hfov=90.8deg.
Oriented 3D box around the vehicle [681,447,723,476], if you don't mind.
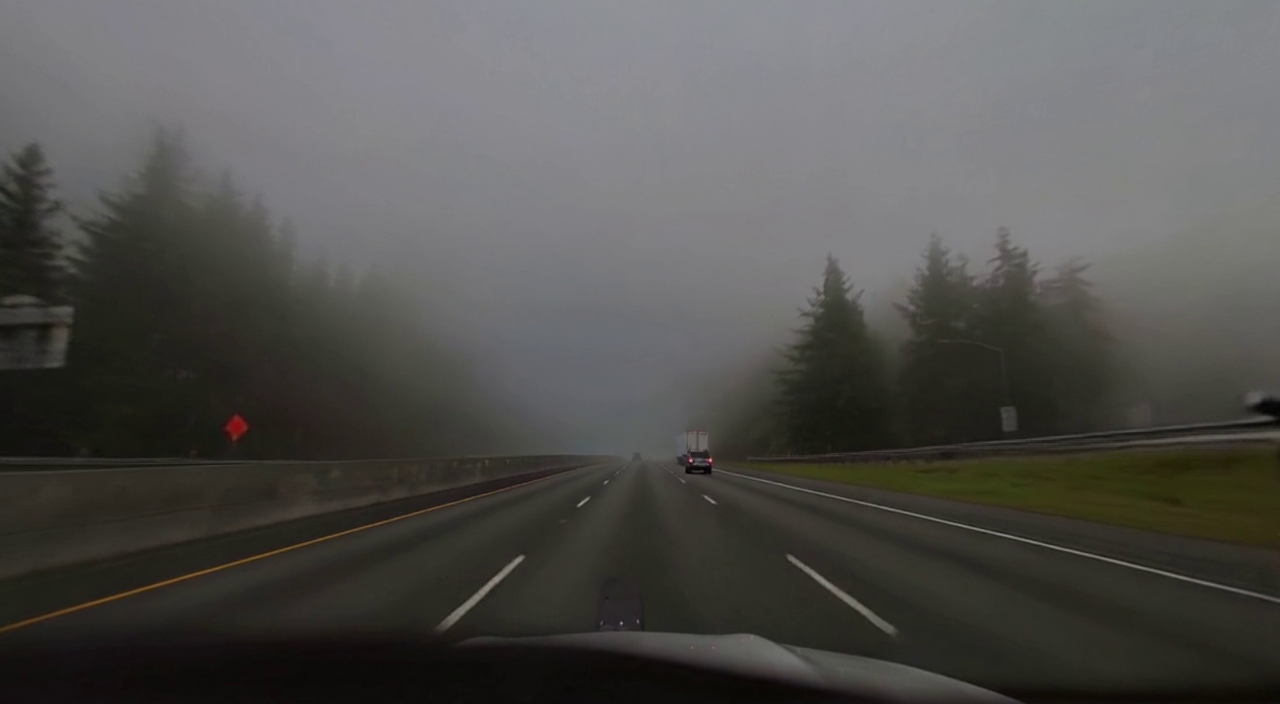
[{"bbox_3d":[3.565,6.360,36.840,2.019,1.601,3.953,0,-9,0],"label":"vehicle"}]
